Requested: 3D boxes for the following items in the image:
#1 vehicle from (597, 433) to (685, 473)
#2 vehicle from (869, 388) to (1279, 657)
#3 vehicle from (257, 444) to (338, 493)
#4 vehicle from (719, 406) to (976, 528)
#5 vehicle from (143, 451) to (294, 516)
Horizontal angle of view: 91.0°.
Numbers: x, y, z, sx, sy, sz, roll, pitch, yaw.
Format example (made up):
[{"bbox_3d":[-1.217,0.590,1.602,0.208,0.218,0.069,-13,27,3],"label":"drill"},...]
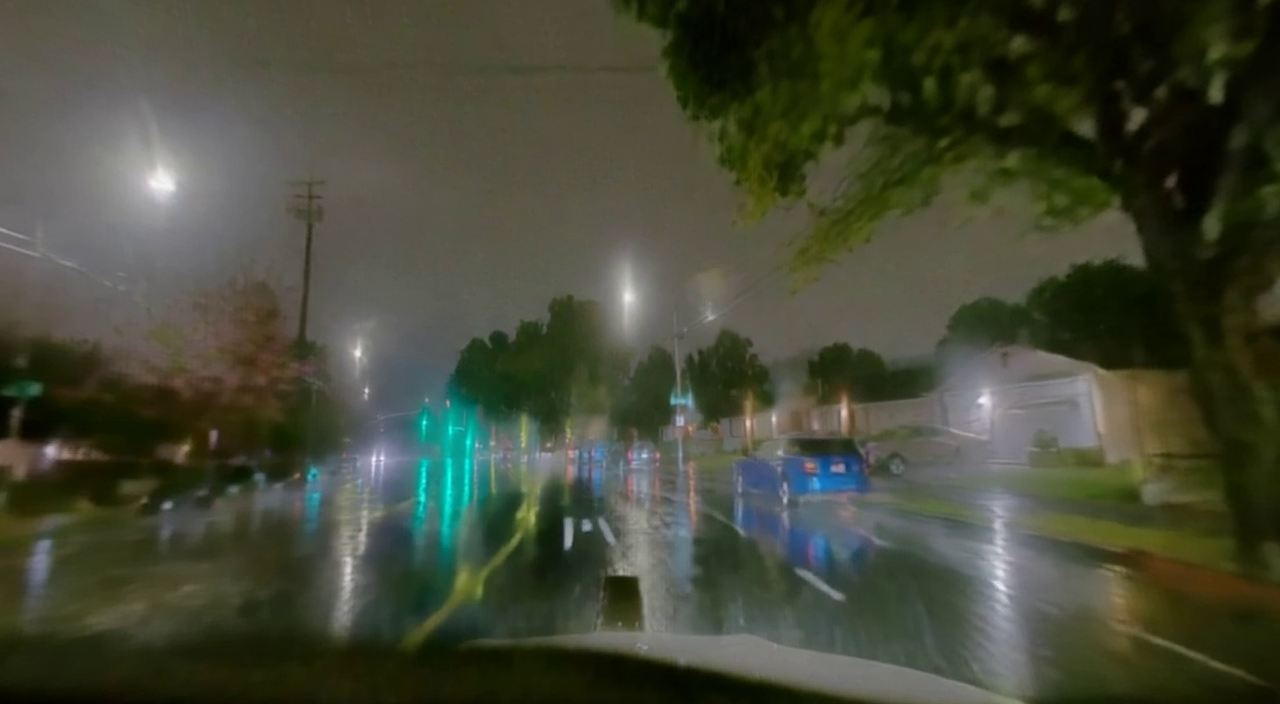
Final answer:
[{"bbox_3d":[-0.165,5.200,32.535,2.723,1.785,7.174,3,-9,-15],"label":"vehicle"},{"bbox_3d":[4.910,1.526,6.897,1.954,1.732,6.409,2,-8,-5],"label":"vehicle"},{"bbox_3d":[-15.557,5.254,28.879,1.992,1.677,4.499,-5,-6,-13],"label":"vehicle"},{"bbox_3d":[3.931,2.396,13.880,2.402,1.889,6.910,4,-9,-9],"label":"vehicle"},{"bbox_3d":[-13.175,4.056,20.089,2.292,1.499,4.661,-4,-7,-11],"label":"vehicle"}]
